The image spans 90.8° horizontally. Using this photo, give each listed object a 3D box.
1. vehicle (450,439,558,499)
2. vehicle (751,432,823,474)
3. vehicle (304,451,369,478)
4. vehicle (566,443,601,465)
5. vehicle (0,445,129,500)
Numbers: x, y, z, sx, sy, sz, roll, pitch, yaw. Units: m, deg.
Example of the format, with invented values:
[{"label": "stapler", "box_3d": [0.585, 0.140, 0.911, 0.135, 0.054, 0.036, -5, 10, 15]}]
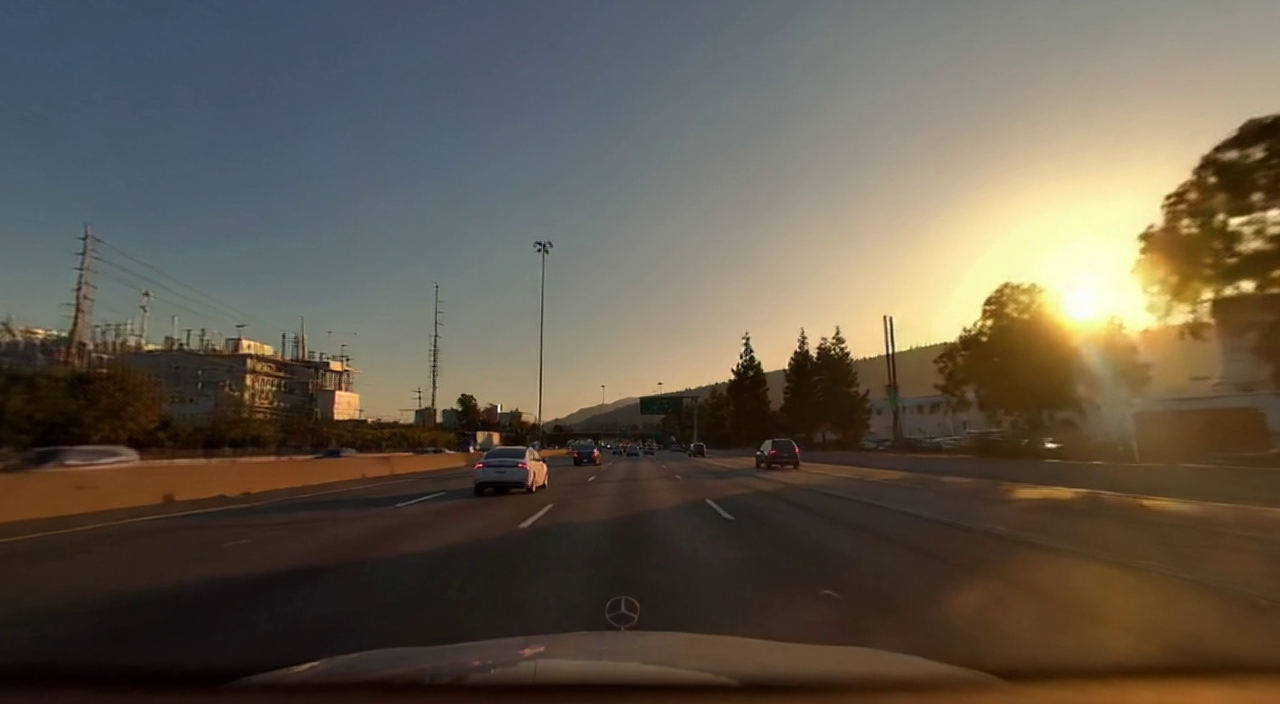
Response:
[{"label": "vehicle", "box_3d": [-3.700, 3.276, 18.098, 2.047, 1.469, 4.614, 0, -9, 0]}, {"label": "vehicle", "box_3d": [6.797, 4.744, 29.826, 2.147, 1.769, 4.666, 0, -9, -2]}, {"label": "vehicle", "box_3d": [-17.096, 6.326, 35.829, 1.816, 1.405, 3.650, 0, -9, 1]}, {"label": "vehicle", "box_3d": [-3.867, 7.074, 43.971, 2.078, 1.464, 4.093, 0, -9, 0]}, {"label": "vehicle", "box_3d": [-20.918, 4.087, 21.910, 2.136, 1.695, 5.011, 0, -9, 0]}]
